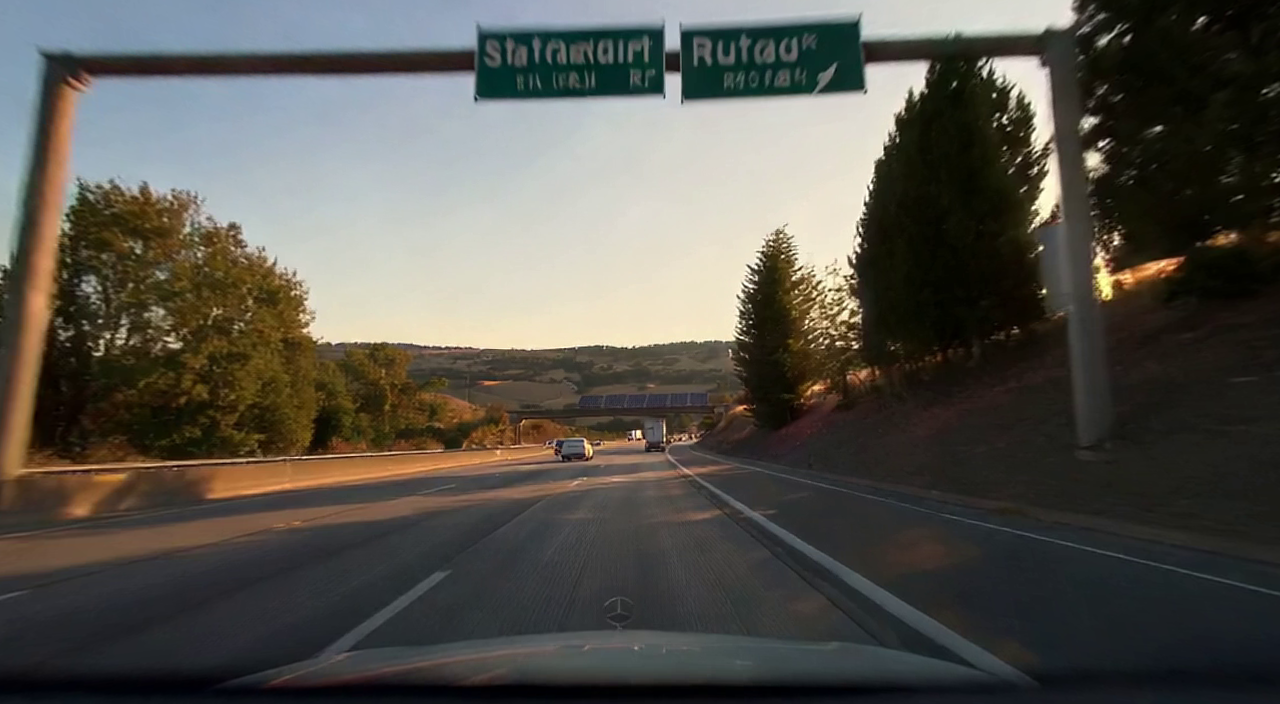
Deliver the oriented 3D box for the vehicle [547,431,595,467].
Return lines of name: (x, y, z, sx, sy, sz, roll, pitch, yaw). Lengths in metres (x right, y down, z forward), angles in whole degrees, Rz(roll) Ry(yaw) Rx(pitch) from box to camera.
vehicle: (-3.950, 5.639, 36.857, 2.130, 1.935, 4.817, -1, -8, 1)
